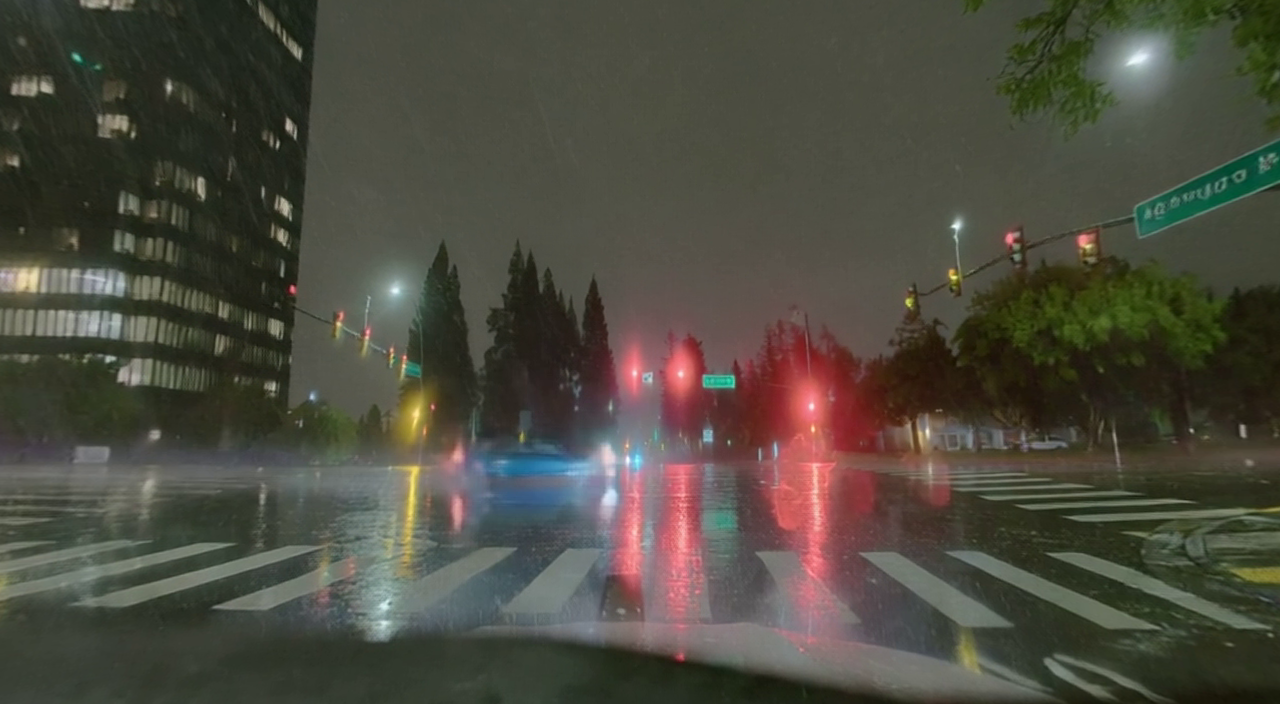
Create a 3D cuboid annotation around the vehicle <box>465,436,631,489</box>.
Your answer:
[{"bbox_3d":[-2.628,3.309,19.003,4.698,1.466,1.883,0,-9,0],"label":"vehicle"}]
